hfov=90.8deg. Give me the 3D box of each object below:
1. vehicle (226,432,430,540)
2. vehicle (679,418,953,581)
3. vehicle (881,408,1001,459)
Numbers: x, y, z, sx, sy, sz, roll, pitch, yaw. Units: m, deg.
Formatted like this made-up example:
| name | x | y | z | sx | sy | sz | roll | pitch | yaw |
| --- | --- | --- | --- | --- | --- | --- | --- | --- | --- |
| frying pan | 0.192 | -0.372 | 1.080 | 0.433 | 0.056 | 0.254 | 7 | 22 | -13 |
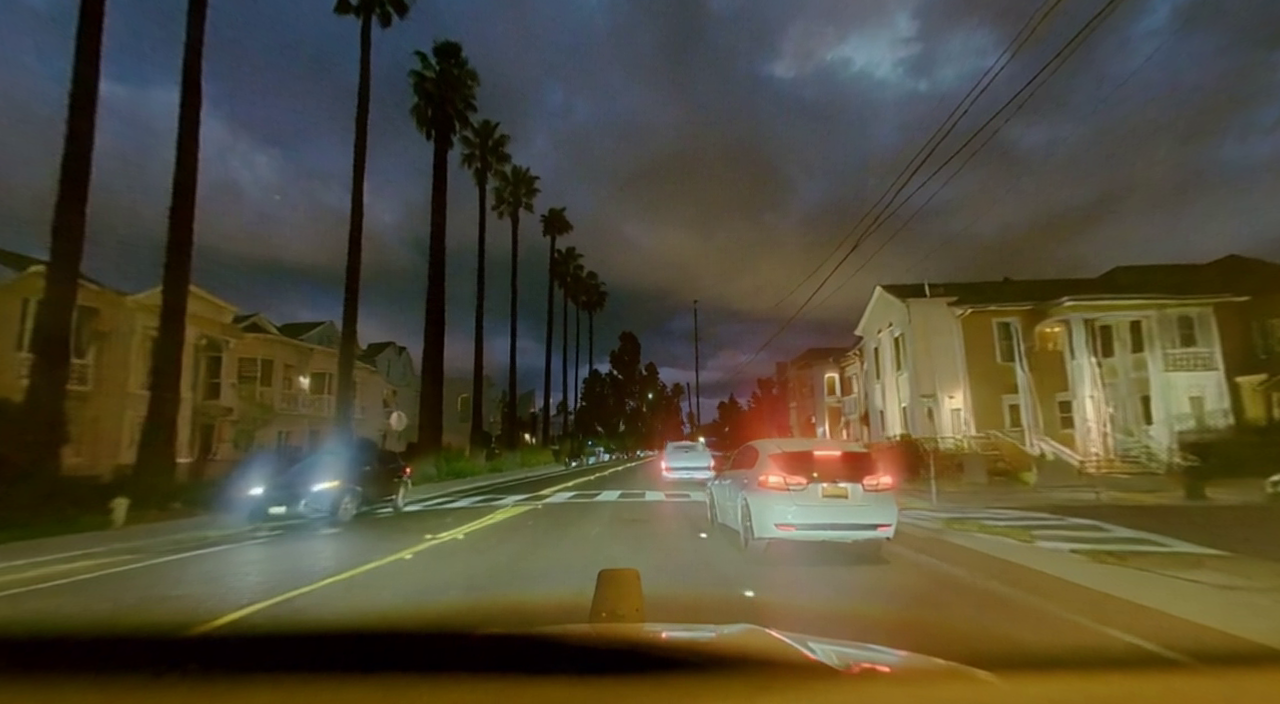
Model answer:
| name | x | y | z | sx | sy | sz | roll | pitch | yaw |
| --- | --- | --- | --- | --- | --- | --- | --- | --- | --- |
| vehicle | -6.622 | 2.799 | 14.094 | 2.069 | 1.820 | 4.388 | -3 | -6 | 5 |
| vehicle | 1.864 | 1.776 | 8.465 | 2.096 | 1.552 | 4.519 | 0 | -9 | -4 |
| vehicle | 17.734 | 4.798 | 37.449 | 5.880 | 2.540 | 2.003 | -4 | -6 | 2 |
